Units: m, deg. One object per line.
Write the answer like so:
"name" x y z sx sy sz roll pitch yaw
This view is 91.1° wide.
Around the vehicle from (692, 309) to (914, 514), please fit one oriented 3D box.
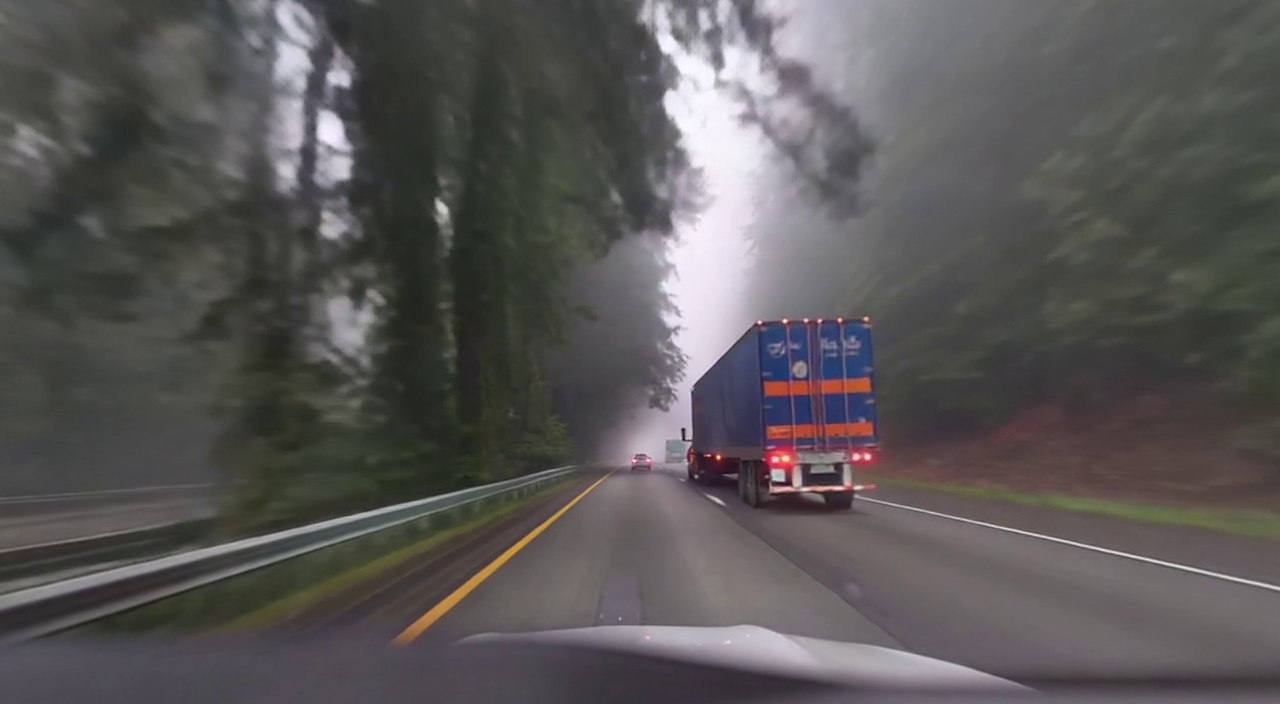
"vehicle" 3.699 2.028 18.330 3.440 4.090 11.380 -1 -9 0
